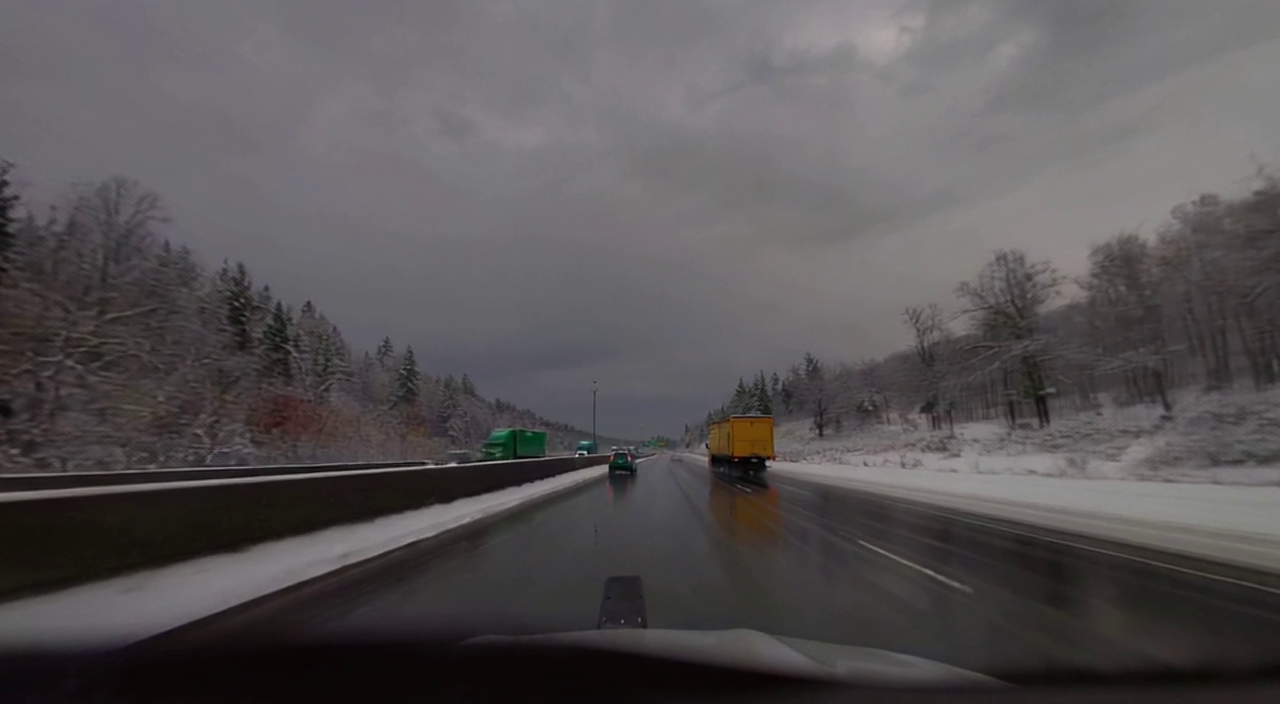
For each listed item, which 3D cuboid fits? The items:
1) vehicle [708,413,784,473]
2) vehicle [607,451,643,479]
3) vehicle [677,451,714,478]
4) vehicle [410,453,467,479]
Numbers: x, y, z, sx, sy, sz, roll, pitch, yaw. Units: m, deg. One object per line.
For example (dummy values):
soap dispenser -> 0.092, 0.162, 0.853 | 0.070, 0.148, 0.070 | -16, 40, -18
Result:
vehicle -> 7.737, 7.156, 49.048 | 3.476, 3.855, 16.742 | 0, -9, 2
vehicle -> -0.808, 6.663, 37.453 | 1.960, 1.579, 4.384 | 0, -9, 1
vehicle -> 3.304, 6.837, 38.408 | 1.957, 1.541, 4.099 | 0, -9, 1
vehicle -> -12.319, 6.998, 38.804 | 1.901, 1.472, 4.374 | 0, -9, 2
